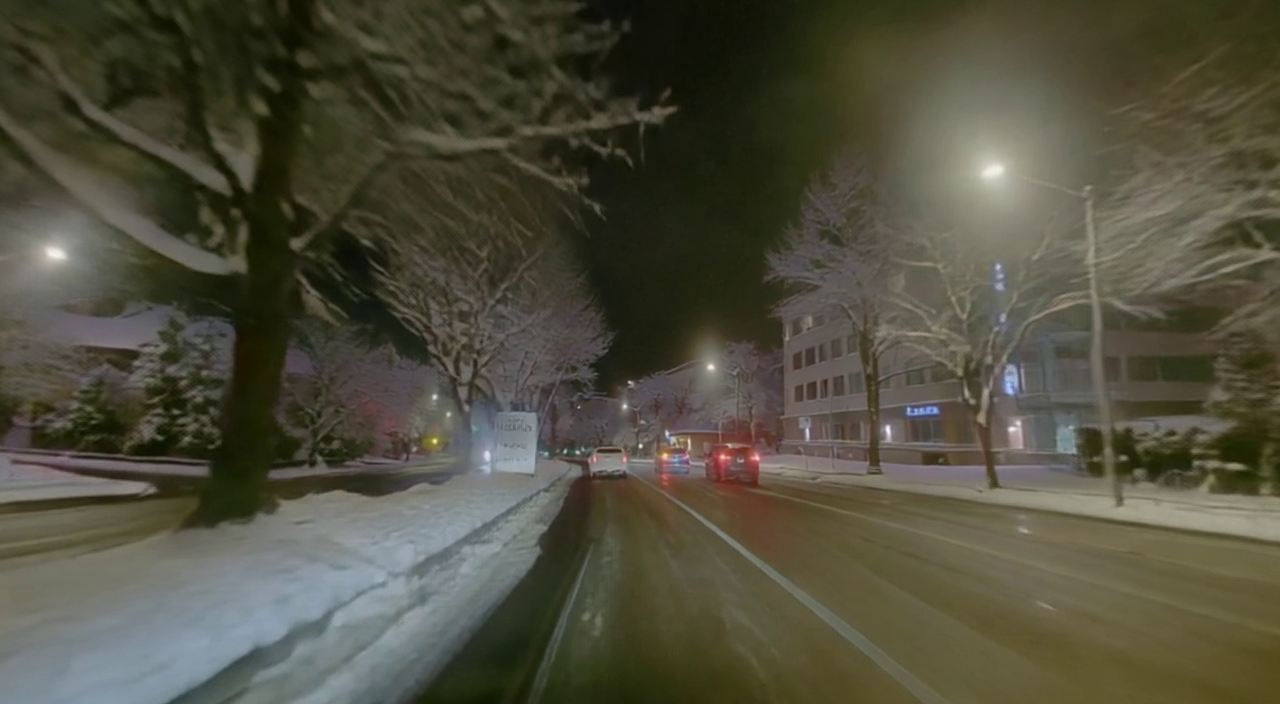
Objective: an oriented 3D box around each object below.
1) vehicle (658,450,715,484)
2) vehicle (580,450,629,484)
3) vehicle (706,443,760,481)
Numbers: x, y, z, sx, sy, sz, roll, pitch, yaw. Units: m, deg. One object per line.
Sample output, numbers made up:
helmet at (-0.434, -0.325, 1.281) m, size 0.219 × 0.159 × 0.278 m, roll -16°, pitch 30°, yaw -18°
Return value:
vehicle at (2.107, 5.429, 30.013) m, size 1.993 × 1.477 × 4.240 m, roll 0°, pitch -9°, yaw -5°
vehicle at (-1.664, 5.311, 29.494) m, size 2.101 × 1.444 × 4.248 m, roll 0°, pitch -9°, yaw -4°
vehicle at (5.276, 6.353, 36.654) m, size 2.052 × 1.990 × 4.736 m, roll 0°, pitch -9°, yaw -4°
